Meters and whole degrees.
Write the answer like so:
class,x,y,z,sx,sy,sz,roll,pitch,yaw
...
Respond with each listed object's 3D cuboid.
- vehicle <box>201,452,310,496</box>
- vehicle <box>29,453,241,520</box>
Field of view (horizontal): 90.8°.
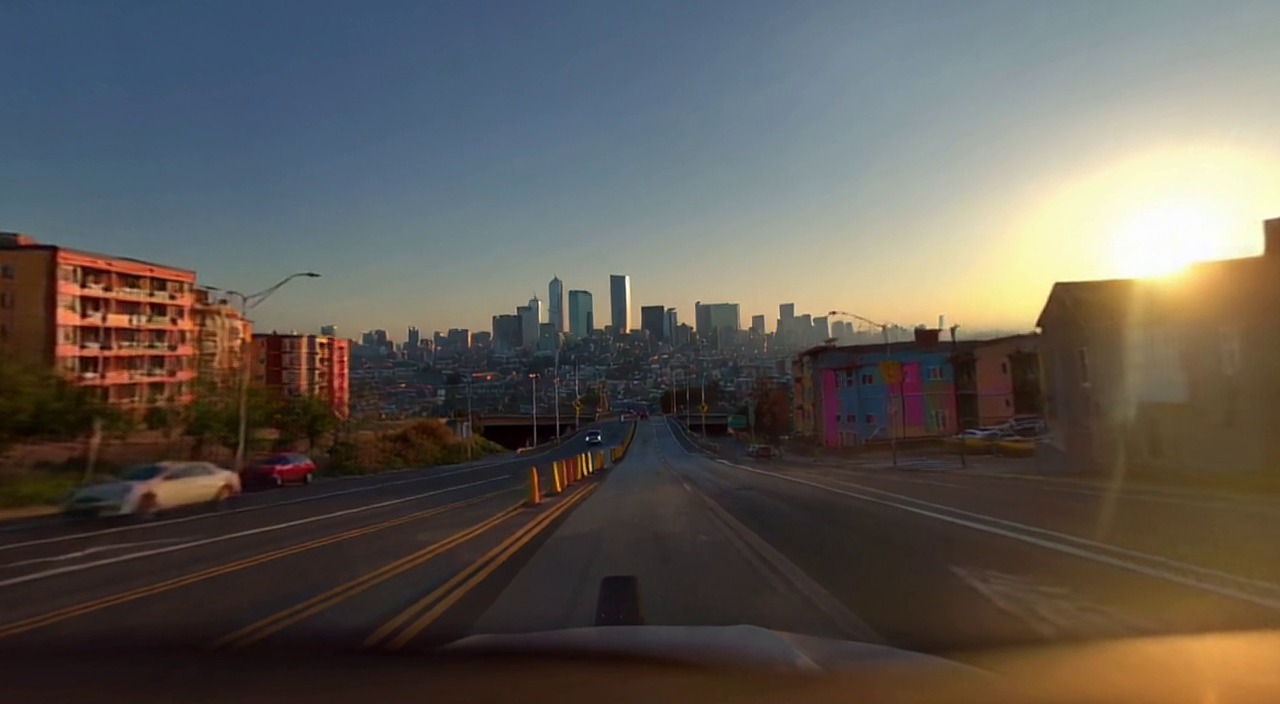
class,x,y,z,sx,sy,sz,roll,pitch,yaw
vehicle,-17.298,5.468,28.709,1.992,1.527,4.540,-1,-6,2
vehicle,-13.098,3.465,16.873,1.989,1.461,4.426,0,-8,0
